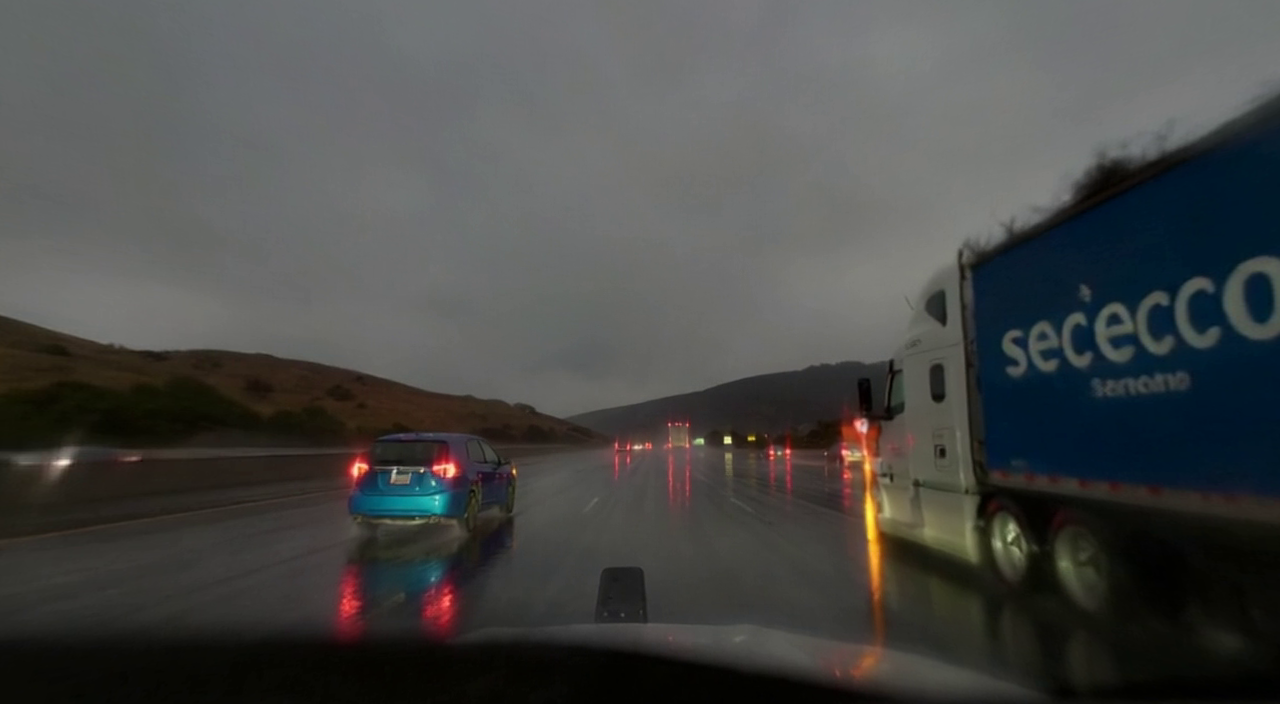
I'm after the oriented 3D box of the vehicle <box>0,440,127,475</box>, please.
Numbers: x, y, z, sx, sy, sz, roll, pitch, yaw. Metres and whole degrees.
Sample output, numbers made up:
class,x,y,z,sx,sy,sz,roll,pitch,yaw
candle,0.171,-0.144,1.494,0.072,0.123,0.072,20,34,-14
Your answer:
class,x,y,z,sx,sy,sz,roll,pitch,yaw
vehicle,-25.938,4.643,27.940,1.851,1.390,5.059,0,-8,1

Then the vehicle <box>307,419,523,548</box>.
class,x,y,z,sx,sy,sz,roll,pitch,yaw
vehicle,-3.220,1.959,9.965,1.967,1.615,3.886,0,-8,0

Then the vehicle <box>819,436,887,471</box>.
class,x,y,z,sx,sy,sz,roll,pitch,yaw
vehicle,11.450,5.473,34.062,2.062,1.736,4.589,0,-8,0
